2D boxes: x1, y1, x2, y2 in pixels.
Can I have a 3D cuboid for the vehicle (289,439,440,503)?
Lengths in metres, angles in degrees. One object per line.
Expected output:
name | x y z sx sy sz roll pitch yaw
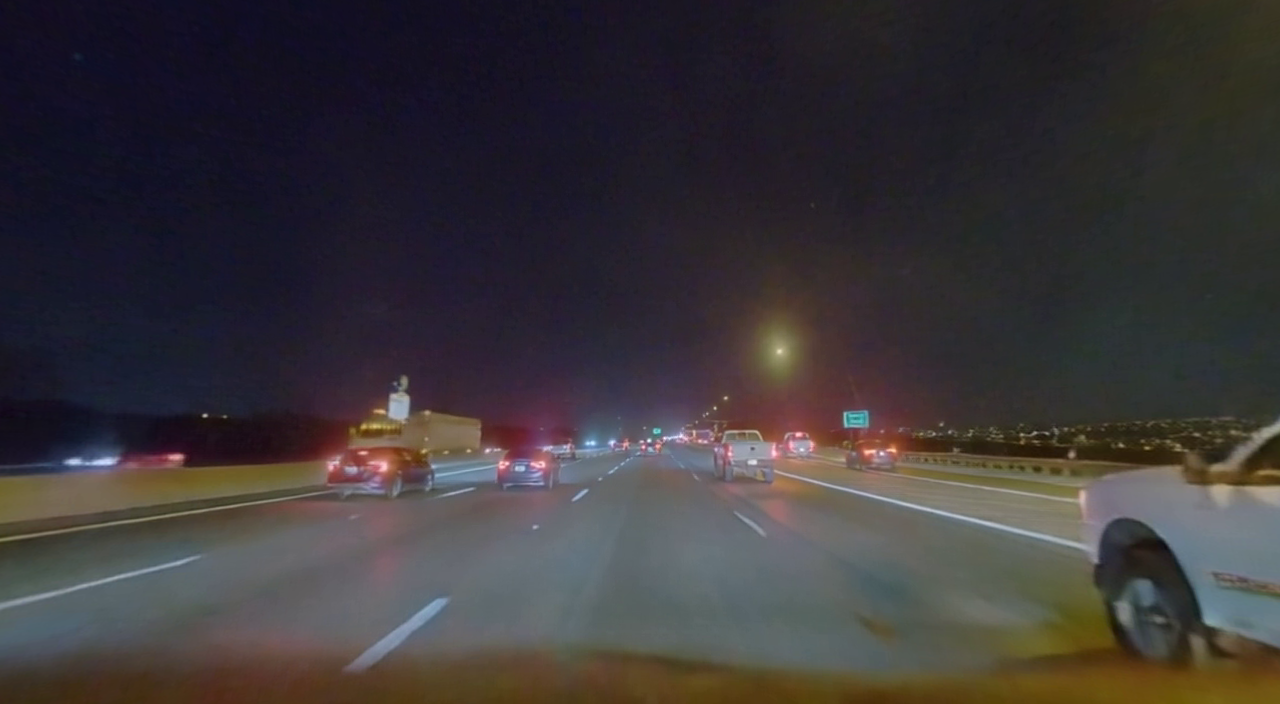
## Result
vehicle | -7.407 3.244 17.565 2.065 1.519 4.491 0 -9 2

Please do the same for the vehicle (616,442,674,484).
vehicle | 0.231 4.277 24.600 2.071 1.478 4.130 0 -9 1

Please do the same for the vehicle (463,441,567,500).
vehicle | -3.473 3.377 18.392 1.996 1.488 4.451 0 -9 2

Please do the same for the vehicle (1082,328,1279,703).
vehicle | 3.653 0.628 1.533 2.045 1.768 4.249 0 -9 1

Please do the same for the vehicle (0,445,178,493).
vehicle | -19.350 4.099 22.474 1.967 1.527 4.747 0 -9 2

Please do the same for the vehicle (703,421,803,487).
vehicle | 4.101 3.920 24.378 2.802 2.151 6.579 0 -9 2
